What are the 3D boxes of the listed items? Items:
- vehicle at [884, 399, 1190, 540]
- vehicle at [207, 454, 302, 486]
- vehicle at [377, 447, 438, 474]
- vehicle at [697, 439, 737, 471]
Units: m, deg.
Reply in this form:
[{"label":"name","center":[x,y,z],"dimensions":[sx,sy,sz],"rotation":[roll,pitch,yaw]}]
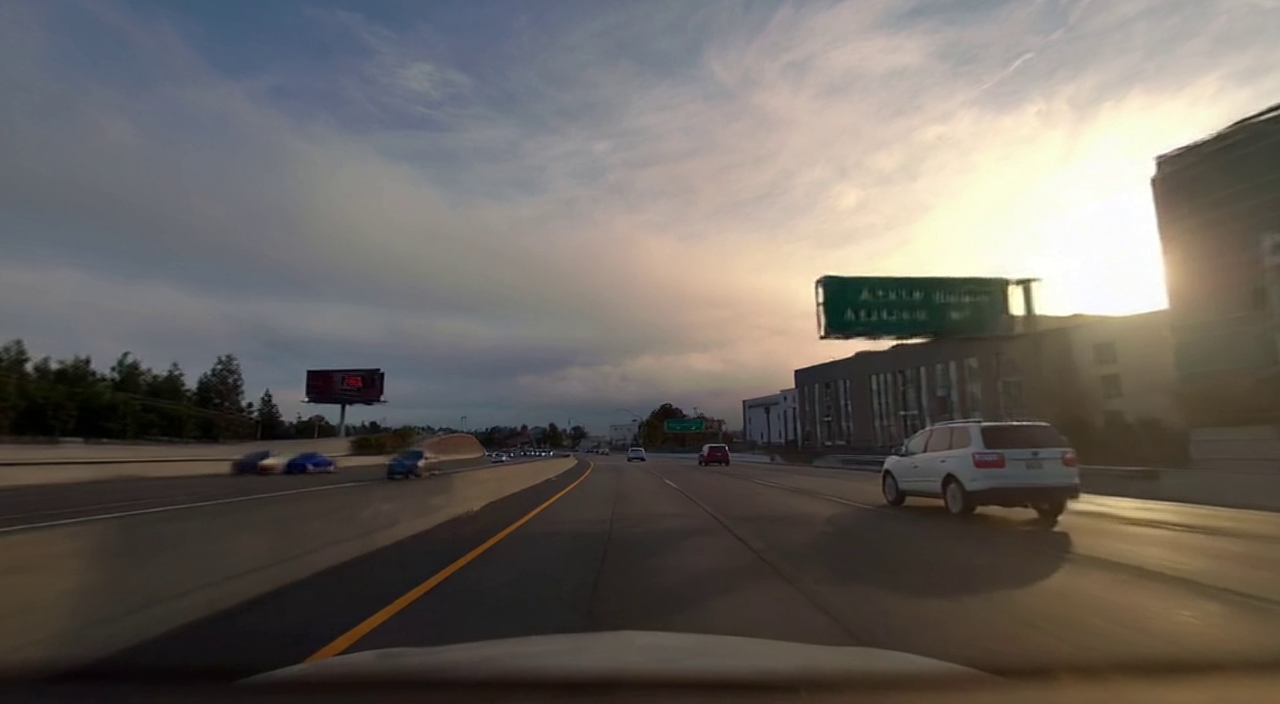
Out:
[{"label":"vehicle","center":[6.546,2.022,11.412],"dimensions":[2.181,1.952,4.973],"rotation":[0,-9,-1]},{"label":"vehicle","center":[-17.208,5.259,28.463],"dimensions":[1.537,1.262,4.550],"rotation":[0,-9,-2]},{"label":"vehicle","center":[-13.775,6.509,37.663],"dimensions":[2.025,1.259,3.954],"rotation":[4,-12,1]},{"label":"vehicle","center":[5.568,7.556,46.477],"dimensions":[2.043,2.154,4.731],"rotation":[0,-9,-4]}]
